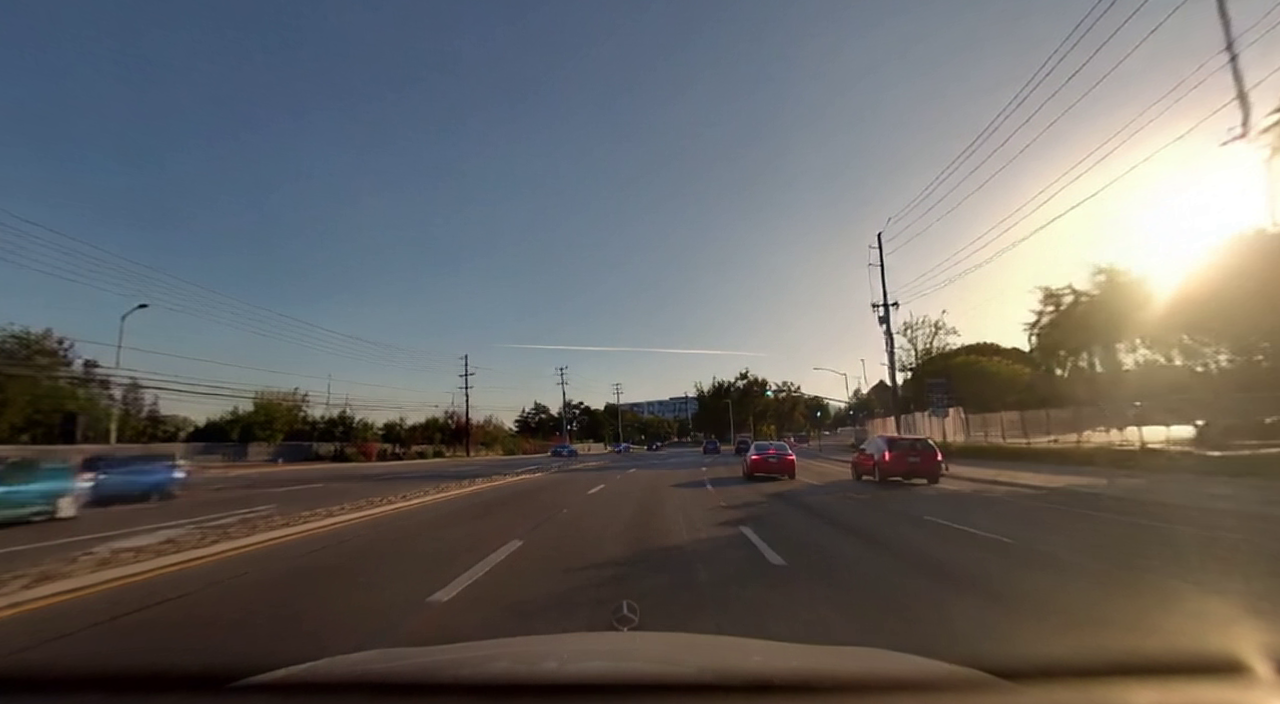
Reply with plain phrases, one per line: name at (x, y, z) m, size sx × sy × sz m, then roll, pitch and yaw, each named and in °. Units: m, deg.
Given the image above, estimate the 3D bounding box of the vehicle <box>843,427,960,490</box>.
vehicle at (8.256, 3.410, 20.443) m, size 2.029 × 1.795 × 4.371 m, roll 0°, pitch -9°, yaw 2°

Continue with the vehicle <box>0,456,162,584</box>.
vehicle at (-9.287, 2.245, 8.565) m, size 2.107 × 1.587 × 4.514 m, roll 0°, pitch -9°, yaw -1°

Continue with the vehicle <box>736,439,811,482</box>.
vehicle at (4.867, 4.030, 23.748) m, size 2.035 × 1.460 × 4.392 m, roll -1°, pitch -8°, yaw 2°
